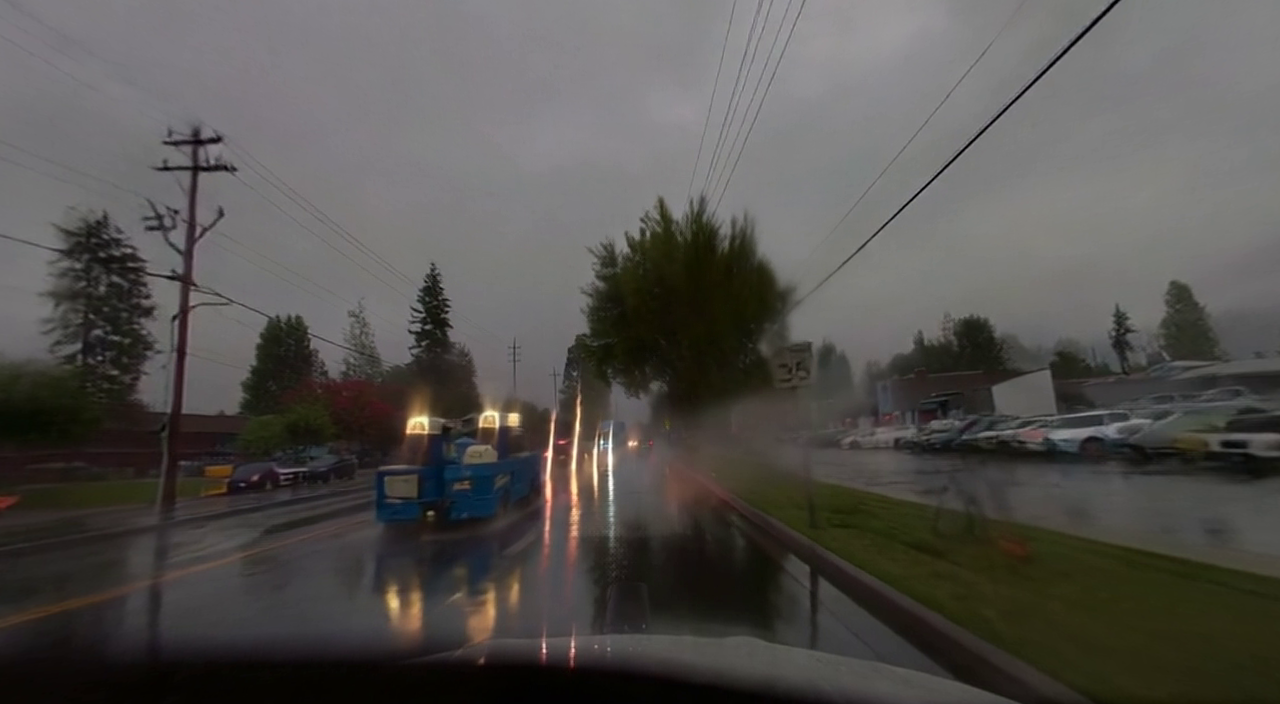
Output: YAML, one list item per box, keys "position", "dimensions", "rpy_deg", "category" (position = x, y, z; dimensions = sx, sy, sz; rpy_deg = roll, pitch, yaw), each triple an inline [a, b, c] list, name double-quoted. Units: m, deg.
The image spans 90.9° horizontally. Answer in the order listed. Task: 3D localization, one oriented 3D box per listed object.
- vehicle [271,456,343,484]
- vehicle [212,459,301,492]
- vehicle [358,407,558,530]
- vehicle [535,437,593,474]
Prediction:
- position: [-20.380, 7.227, 38.774]
  dimensions: [2.231, 1.478, 4.603]
  rpy_deg: [1, -8, -5]
  category: "vehicle"
- position: [-19.840, 6.401, 32.895]
  dimensions: [2.099, 1.449, 4.749]
  rpy_deg: [1, -8, -6]
  category: "vehicle"
- position: [-3.065, 2.121, 12.045]
  dimensions: [2.180, 1.818, 5.117]
  rpy_deg: [0, -8, 1]
  category: "vehicle"
- position: [-3.231, 4.481, 27.586]
  dimensions: [1.998, 1.466, 4.124]
  rpy_deg: [0, -8, 1]
  category: "vehicle"
